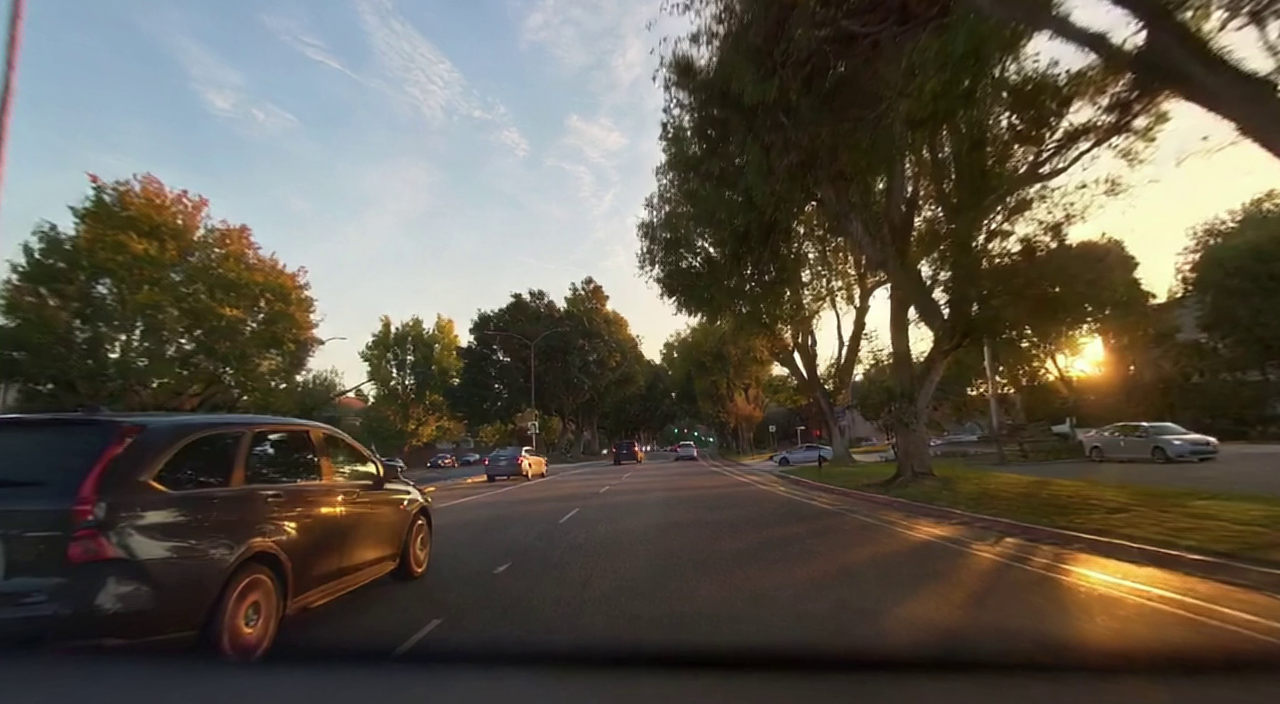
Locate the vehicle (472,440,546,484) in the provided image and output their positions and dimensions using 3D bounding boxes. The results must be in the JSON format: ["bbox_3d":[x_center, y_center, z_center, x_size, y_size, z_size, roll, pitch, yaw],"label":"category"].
[{"bbox_3d":[-5.450,4.620,26.780,1.985,1.708,4.310,-1,-9,4],"label":"vehicle"}]

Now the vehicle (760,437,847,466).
[{"bbox_3d":[9.661,5.921,37.448,4.824,1.646,2.077,-2,-9,13],"label":"vehicle"}]

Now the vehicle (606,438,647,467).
[{"bbox_3d":[-0.867,6.803,42.855,2.255,1.806,4.710,-1,-9,6],"label":"vehicle"}]

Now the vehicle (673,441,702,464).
[{"bbox_3d":[3.565,7.639,47.990,2.088,1.597,4.309,-1,-9,3],"label":"vehicle"}]

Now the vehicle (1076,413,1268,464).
[{"bbox_3d":[17.762,2.924,21.289,4.420,1.607,2.098,-1,-8,6],"label":"vehicle"}]

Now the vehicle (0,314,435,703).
[{"bbox_3d":[-3.139,1.067,4.129,2.123,1.761,4.322,0,-9,0],"label":"vehicle"}]
